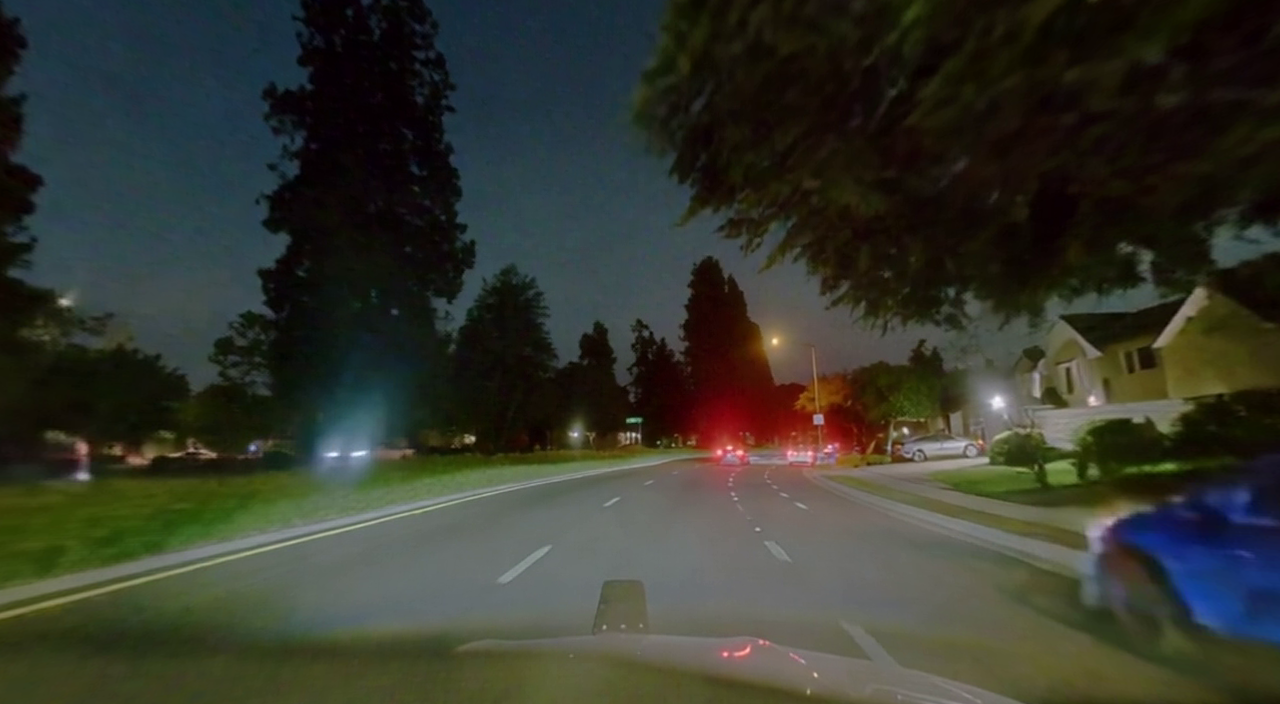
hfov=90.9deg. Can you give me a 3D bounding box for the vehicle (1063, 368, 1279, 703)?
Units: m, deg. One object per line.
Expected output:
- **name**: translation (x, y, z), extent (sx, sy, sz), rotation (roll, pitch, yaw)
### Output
- **vehicle**: translation (4.119, 0.851, 2.388), extent (2.169, 1.713, 4.137), rotation (0, -9, 1)

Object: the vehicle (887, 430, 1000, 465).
- **vehicle**: translation (16.108, 5.107, 33.789), extent (4.999, 1.791, 2.177), rotation (-2, -9, 14)

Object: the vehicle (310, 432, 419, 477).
- **vehicle**: translation (-11.427, 4.287, 26.575), extent (2.071, 1.728, 4.514), rotation (-1, -9, 8)

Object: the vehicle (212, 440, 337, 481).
- **vehicle**: translation (-15.392, 4.597, 26.881), extent (2.006, 1.575, 4.496), rotation (-2, -9, 12)

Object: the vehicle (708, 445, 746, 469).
- **vehicle**: translation (5.802, 6.915, 41.684), extent (2.050, 1.456, 4.003), rotation (-2, -9, 14)
